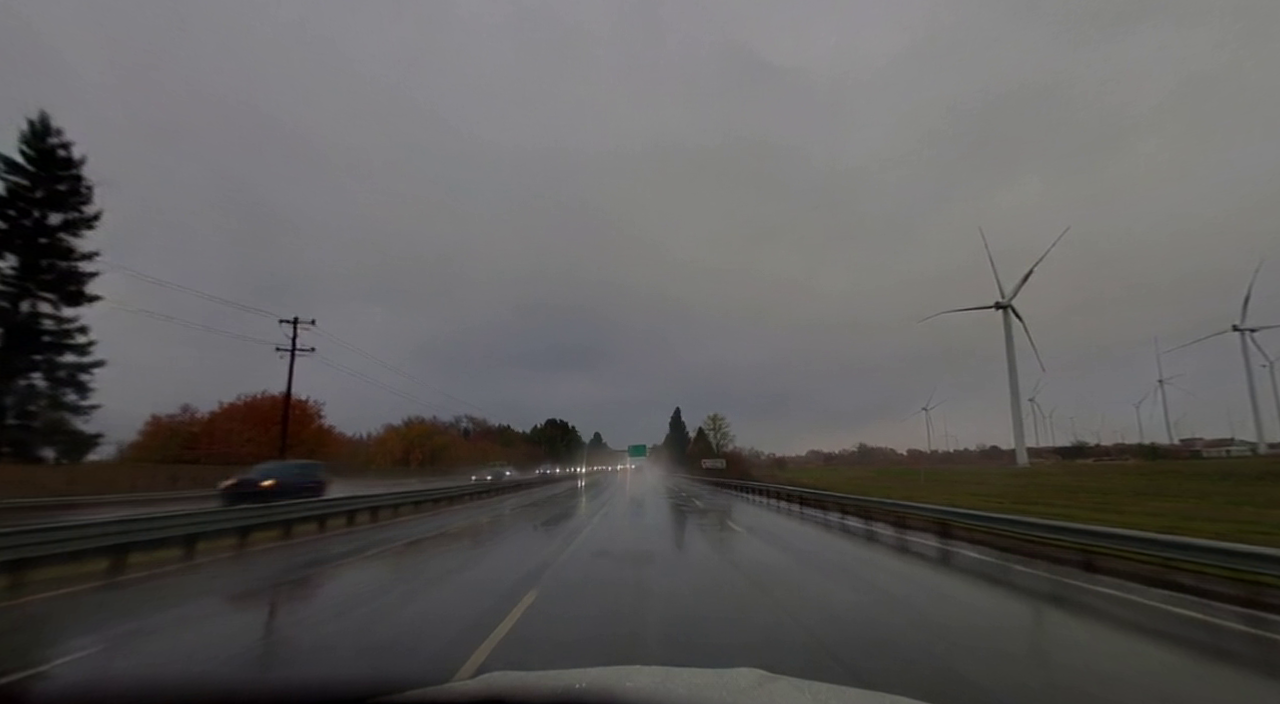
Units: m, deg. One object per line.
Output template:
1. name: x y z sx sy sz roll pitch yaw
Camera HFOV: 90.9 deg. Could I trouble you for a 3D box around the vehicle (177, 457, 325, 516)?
1. vehicle: -12.162 4.240 20.109 1.910 1.636 4.292 1 -11 0
